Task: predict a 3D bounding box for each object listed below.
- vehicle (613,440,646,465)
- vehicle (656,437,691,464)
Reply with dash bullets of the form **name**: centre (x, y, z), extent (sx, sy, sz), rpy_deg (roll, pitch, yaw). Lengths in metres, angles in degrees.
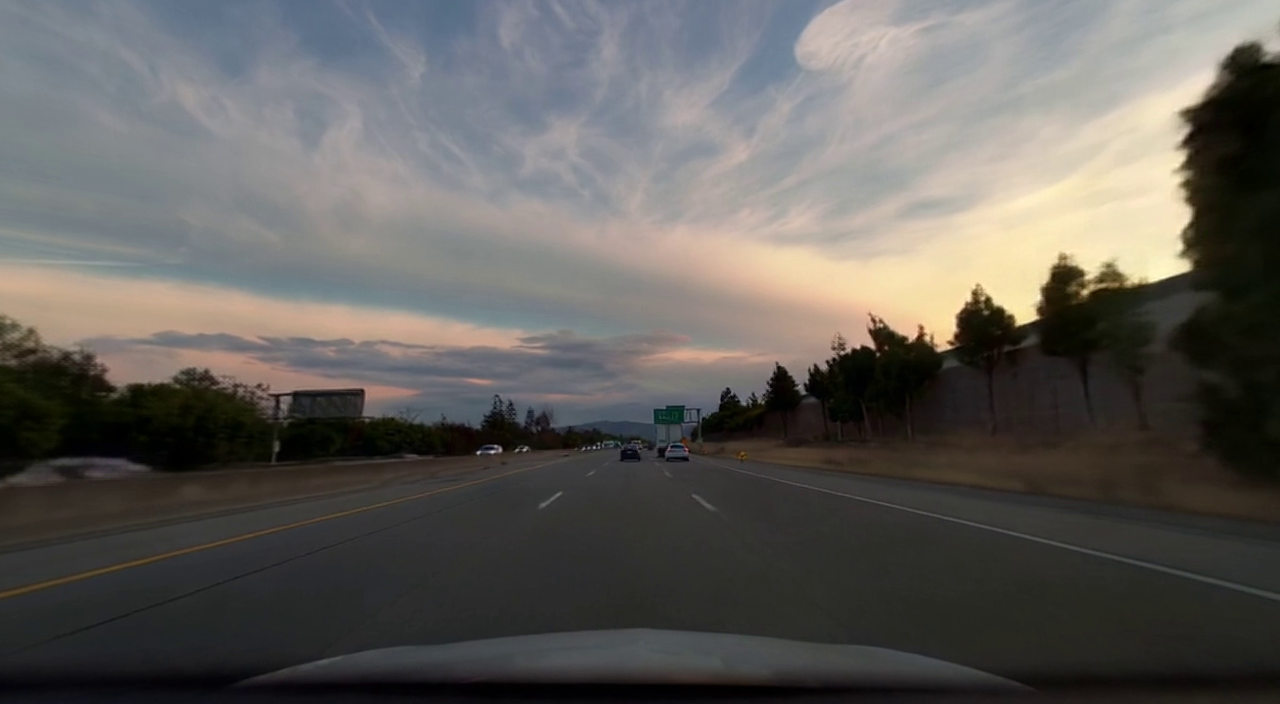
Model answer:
- **vehicle**: centre (-0.729, 6.963, 43.713), extent (2.173, 1.598, 4.293), rpy_deg (0, -9, -1)
- **vehicle**: centre (2.447, 7.363, 47.212), extent (2.139, 1.925, 4.312), rpy_deg (0, -9, -2)
